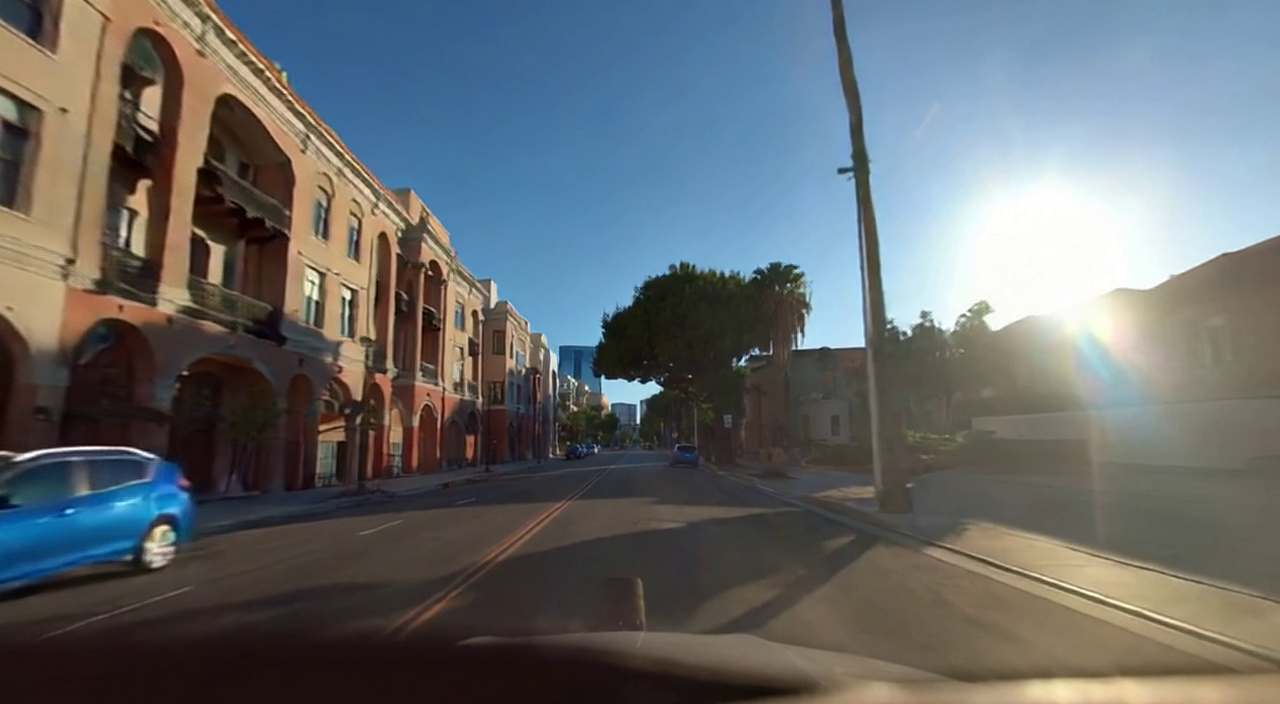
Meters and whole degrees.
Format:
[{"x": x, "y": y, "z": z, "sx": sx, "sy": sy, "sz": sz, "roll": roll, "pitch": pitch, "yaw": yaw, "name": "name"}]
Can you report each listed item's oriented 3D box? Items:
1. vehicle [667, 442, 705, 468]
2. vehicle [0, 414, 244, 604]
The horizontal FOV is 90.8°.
[{"x": 2.865, "y": 6.532, "z": 40.316, "sx": 1.985, "sy": 1.543, "sz": 4.112, "roll": 1, "pitch": -8, "yaw": -2, "name": "vehicle"}, {"x": -6.585, "y": 1.628, "z": 6.736, "sx": 1.946, "sy": 1.640, "sz": 4.430, "roll": -3, "pitch": -9, "yaw": -1, "name": "vehicle"}]
